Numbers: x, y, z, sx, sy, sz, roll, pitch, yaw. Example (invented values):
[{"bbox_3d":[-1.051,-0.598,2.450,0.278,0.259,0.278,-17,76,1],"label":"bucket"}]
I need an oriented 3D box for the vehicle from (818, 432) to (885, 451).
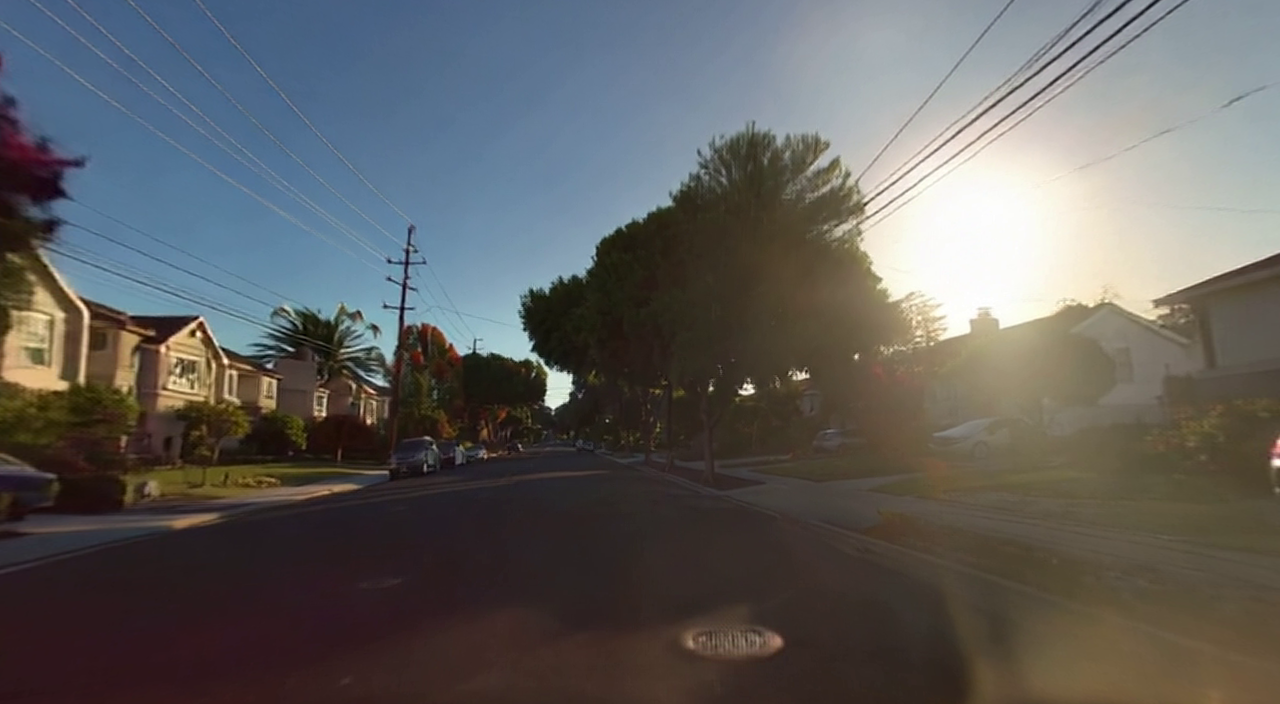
[{"bbox_3d":[12.974,5.511,38.820,3.606,1.094,1.420,1,-9,-5],"label":"vehicle"}]

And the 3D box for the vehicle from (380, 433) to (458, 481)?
[{"bbox_3d":[-10.192,4.903,29.639,2.240,1.940,5.429,-1,-9,-6],"label":"vehicle"}]

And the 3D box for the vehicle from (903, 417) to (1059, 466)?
[{"bbox_3d":[12.783,3.392,23.863,4.842,1.728,1.875,1,-9,-5],"label":"vehicle"}]
